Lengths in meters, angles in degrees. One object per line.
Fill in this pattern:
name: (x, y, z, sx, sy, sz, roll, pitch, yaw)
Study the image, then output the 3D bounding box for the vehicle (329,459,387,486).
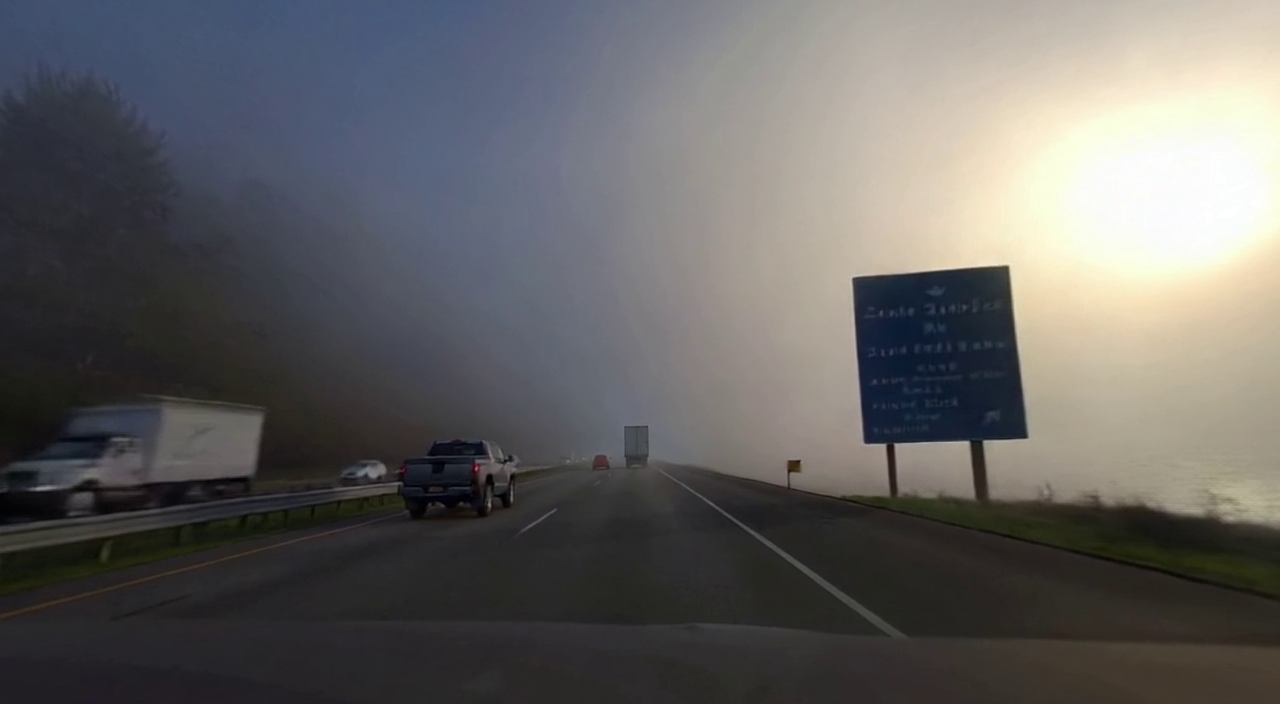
vehicle: (-16.907, 7.241, 37.999, 1.791, 1.483, 3.609, 0, -9, 0)

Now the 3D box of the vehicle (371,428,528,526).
vehicle: (-4.056, 2.756, 14.403, 2.079, 1.845, 4.654, 0, -9, 0)
